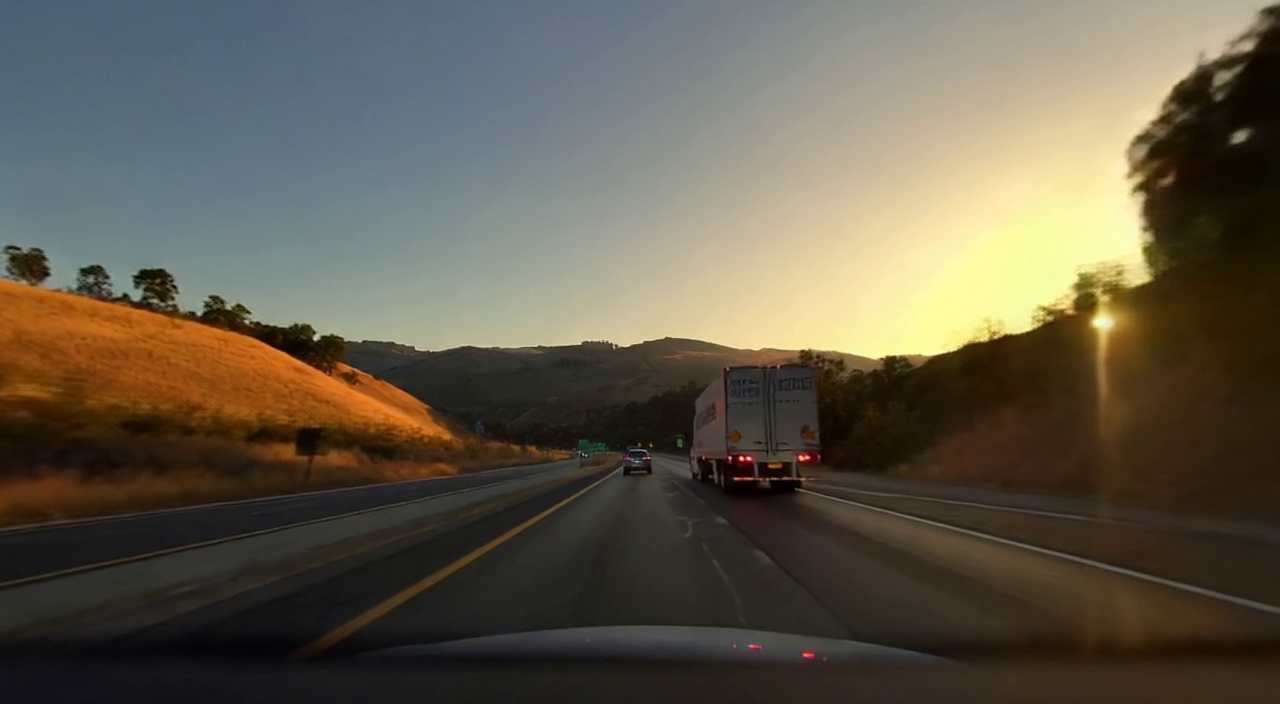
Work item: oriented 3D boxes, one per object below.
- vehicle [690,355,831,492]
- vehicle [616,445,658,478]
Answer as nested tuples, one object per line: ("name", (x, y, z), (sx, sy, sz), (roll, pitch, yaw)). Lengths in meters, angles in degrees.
("vehicle", (4.346, 3.339, 26.938), (3.167, 4.180, 14.924), (2, -9, 0))
("vehicle", (-0.116, 6.019, 34.627), (2.160, 1.691, 4.243), (0, -9, 1))
